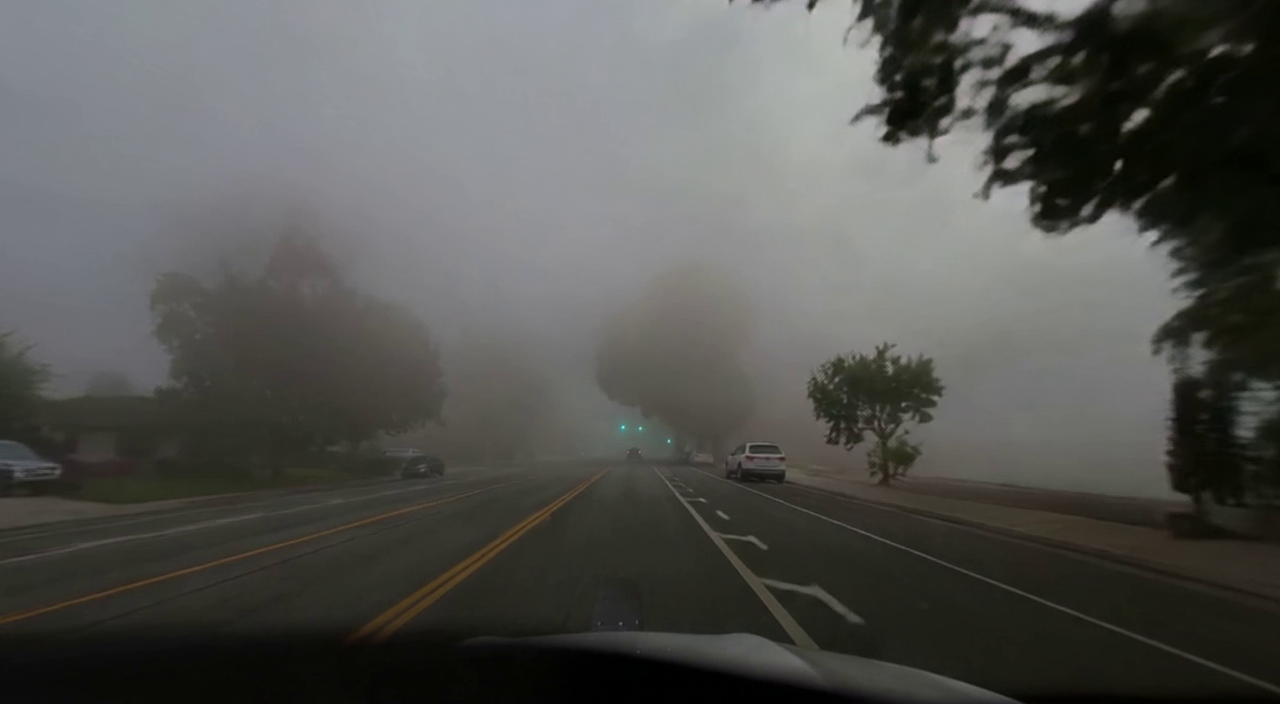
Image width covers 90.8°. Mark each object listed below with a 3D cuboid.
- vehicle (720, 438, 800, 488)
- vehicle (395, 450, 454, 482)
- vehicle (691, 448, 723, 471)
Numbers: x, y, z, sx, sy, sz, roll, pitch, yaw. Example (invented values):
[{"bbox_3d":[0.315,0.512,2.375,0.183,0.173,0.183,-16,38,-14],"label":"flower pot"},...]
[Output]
[{"bbox_3d":[4.690,4.425,25.532,2.180,1.782,4.790,0,-9,-1],"label":"vehicle"},{"bbox_3d":[-12.398,6.547,36.584,1.939,1.537,4.197,-3,-8,0],"label":"vehicle"},{"bbox_3d":[4.747,7.626,45.118,1.875,1.540,3.402,0,-9,-1],"label":"vehicle"}]
